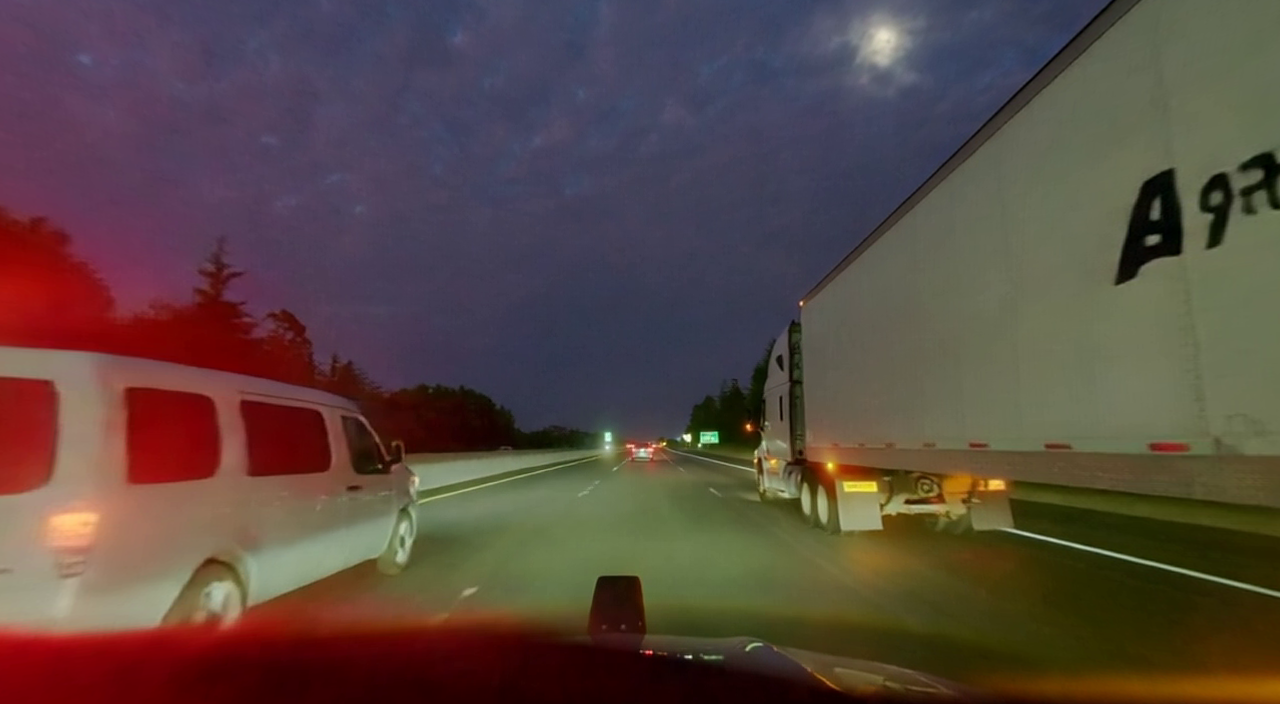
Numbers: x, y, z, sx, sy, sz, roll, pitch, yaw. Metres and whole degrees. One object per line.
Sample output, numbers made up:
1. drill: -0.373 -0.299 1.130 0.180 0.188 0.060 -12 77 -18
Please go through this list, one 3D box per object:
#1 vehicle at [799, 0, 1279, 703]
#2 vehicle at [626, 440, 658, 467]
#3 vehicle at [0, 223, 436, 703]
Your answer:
1. vehicle: 4.337 -0.129 4.023 3.011 4.028 13.890 0 -9 0
2. vehicle: 0.132 6.909 42.954 2.067 1.690 3.901 0 -9 0
3. vehicle: -3.295 0.757 3.165 2.572 1.927 5.803 0 -9 0
